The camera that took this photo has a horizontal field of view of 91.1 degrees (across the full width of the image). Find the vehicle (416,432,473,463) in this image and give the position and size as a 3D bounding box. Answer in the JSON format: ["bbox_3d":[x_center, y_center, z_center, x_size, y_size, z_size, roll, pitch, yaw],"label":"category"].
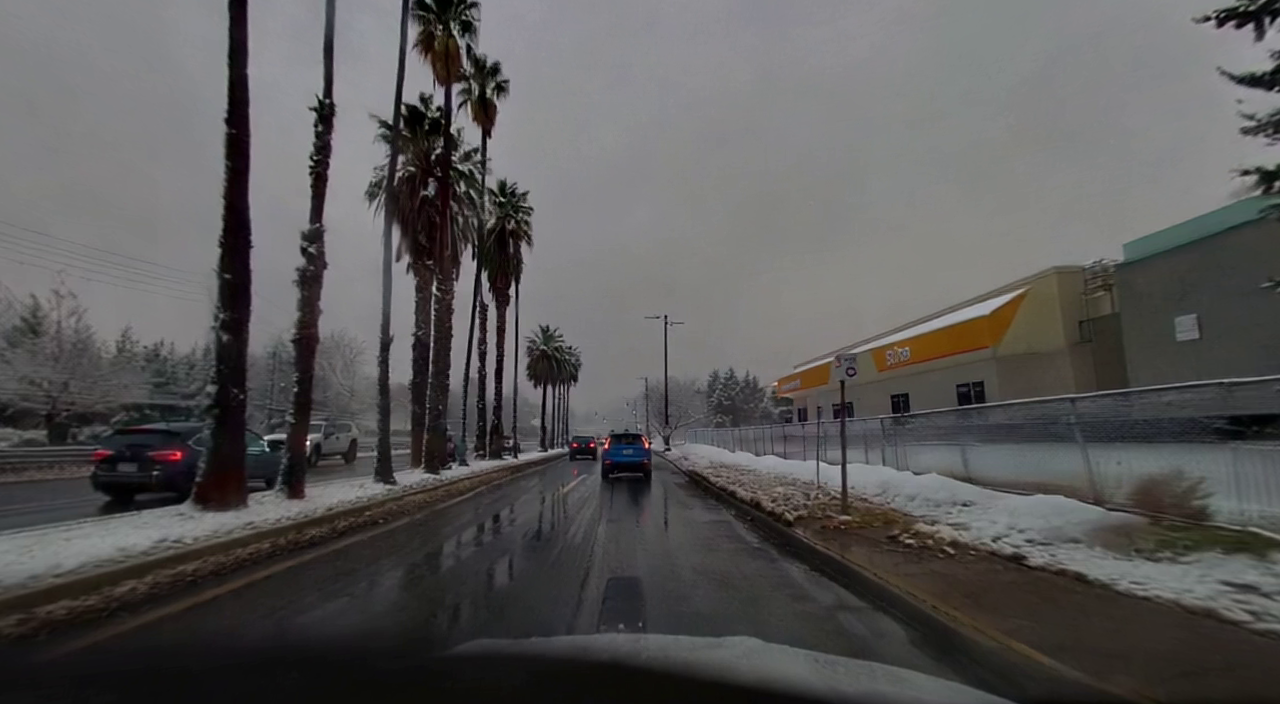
[{"bbox_3d":[-11.698,5.769,37.932,1.998,1.731,4.952,0,-8,-1],"label":"vehicle"}]

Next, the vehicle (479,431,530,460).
[{"bbox_3d":[-7.914,5.504,37.029,2.099,1.608,4.420,0,-8,-1],"label":"vehicle"}]

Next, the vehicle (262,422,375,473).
[{"bbox_3d":[-16.315,4.917,32.421,2.726,2.339,6.253,0,-8,-3],"label":"vehicle"}]

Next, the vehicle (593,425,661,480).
[{"bbox_3d":[-0.413,3.447,21.718,2.121,1.710,3.893,0,-8,0],"label":"vehicle"}]

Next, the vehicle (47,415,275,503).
[{"bbox_3d":[-10.904,2.472,14.827,1.965,1.743,4.327,0,-8,-1],"label":"vehicle"}]
